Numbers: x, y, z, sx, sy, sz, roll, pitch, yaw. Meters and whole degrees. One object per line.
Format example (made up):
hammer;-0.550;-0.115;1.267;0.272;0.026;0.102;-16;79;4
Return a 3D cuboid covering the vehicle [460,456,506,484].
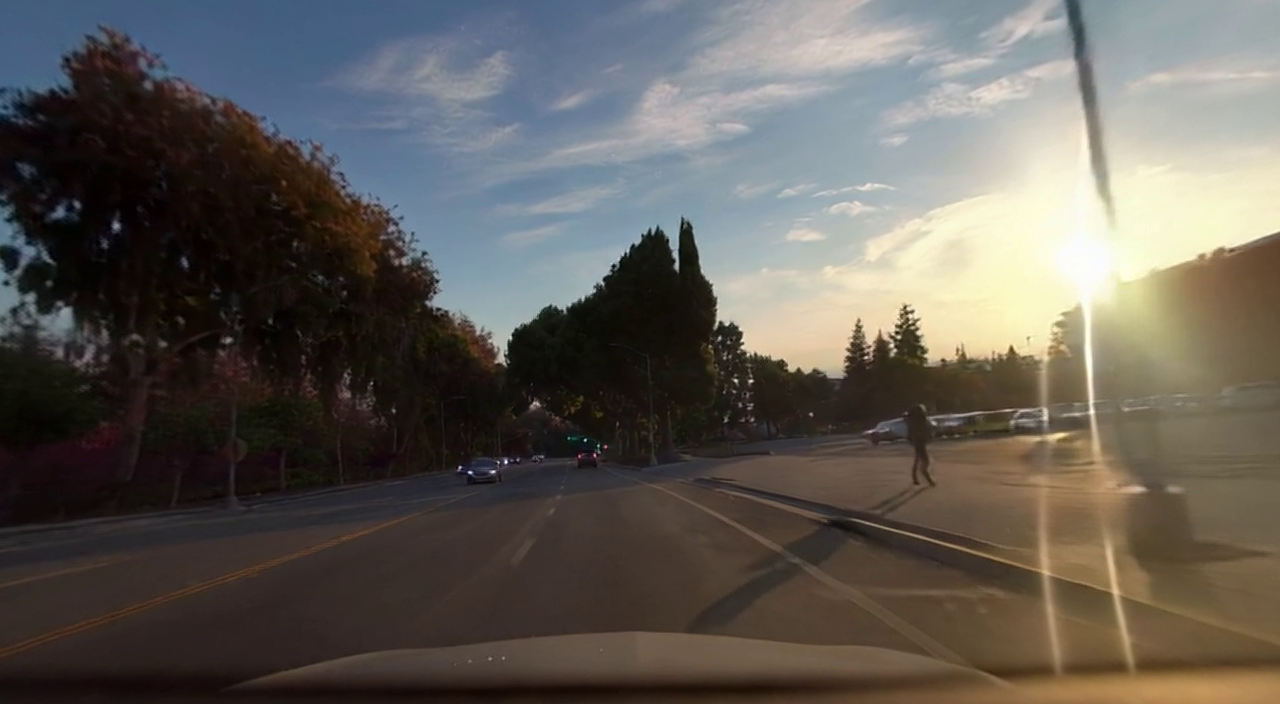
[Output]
vehicle;-9.371;7.062;38.034;2.033;1.511;4.247;1;-9;-6
